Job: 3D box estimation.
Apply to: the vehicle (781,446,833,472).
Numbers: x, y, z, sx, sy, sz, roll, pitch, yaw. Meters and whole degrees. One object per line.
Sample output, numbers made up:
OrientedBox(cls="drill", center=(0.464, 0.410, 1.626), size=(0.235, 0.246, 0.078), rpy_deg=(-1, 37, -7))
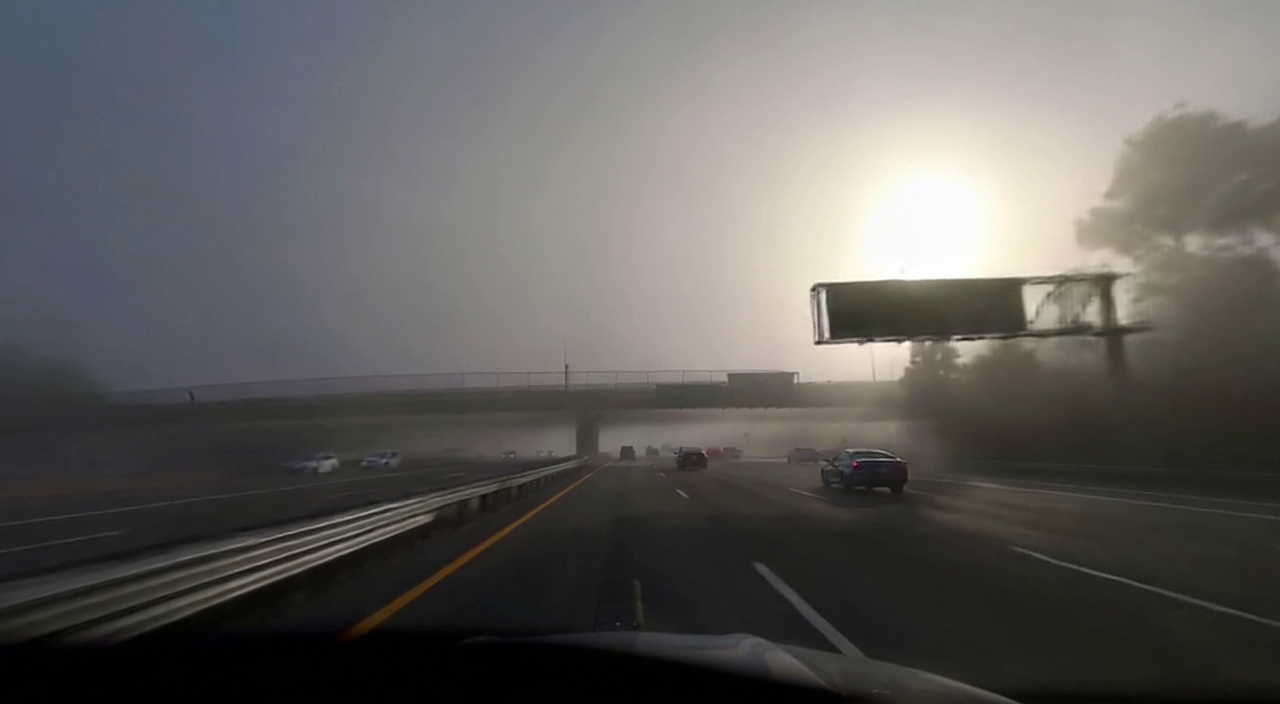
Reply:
OrientedBox(cls="vehicle", center=(9.766, 6.257, 37.285), size=(1.838, 1.440, 4.121), rpy_deg=(0, -8, -2))

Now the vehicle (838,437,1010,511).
OrientedBox(cls="vehicle", center=(6.541, 2.833, 15.255), size=(1.952, 1.489, 4.483), rpy_deg=(0, -8, -2))

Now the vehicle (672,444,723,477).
OrientedBox(cls="vehicle", center=(2.773, 5.346, 31.488), size=(1.993, 1.507, 4.594), rpy_deg=(0, -8, -2))
